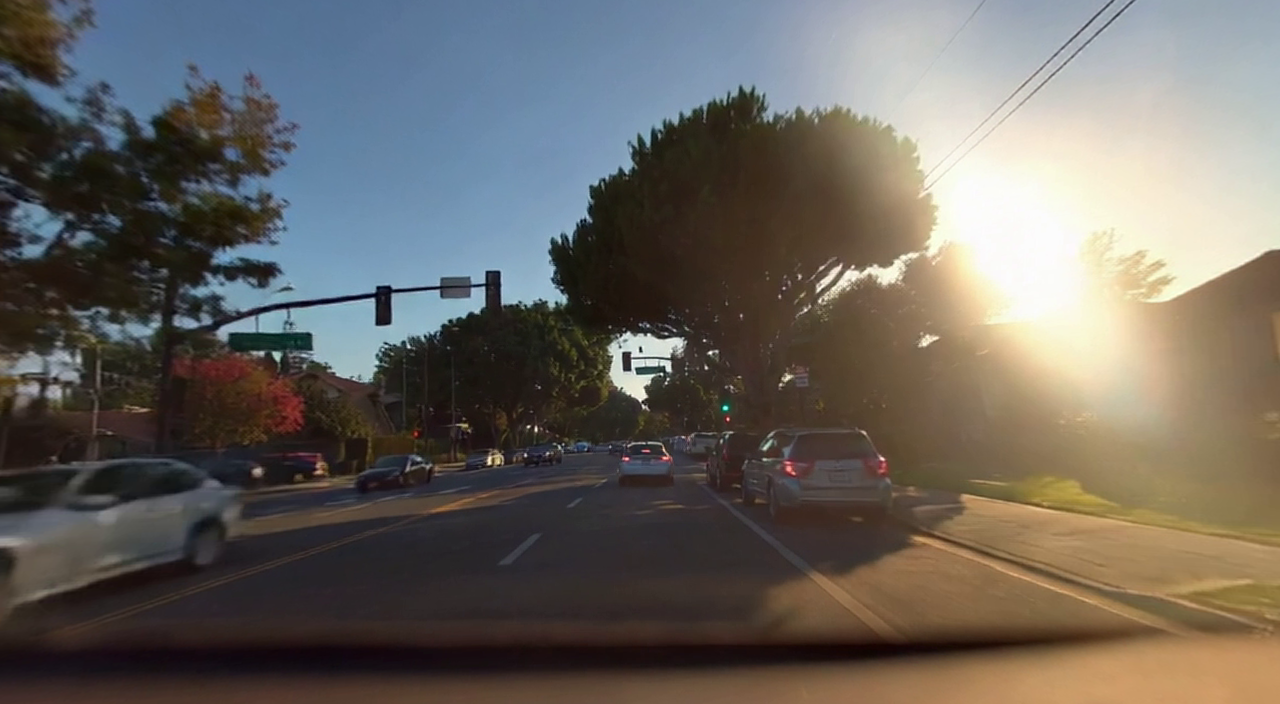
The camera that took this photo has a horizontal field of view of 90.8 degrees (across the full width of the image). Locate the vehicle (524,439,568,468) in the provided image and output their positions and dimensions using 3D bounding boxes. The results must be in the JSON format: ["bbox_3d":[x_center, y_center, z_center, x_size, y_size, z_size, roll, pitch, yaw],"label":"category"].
[{"bbox_3d":[-6.264,6.846,42.591,2.175,1.820,4.643,0,-9,1],"label":"vehicle"}]

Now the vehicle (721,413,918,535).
[{"bbox_3d":[2.874,2.104,11.419,2.060,1.733,4.639,0,-9,-1],"label":"vehicle"}]

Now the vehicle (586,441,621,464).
[{"bbox_3d":[-2.487,6.973,43.894,2.117,1.528,4.277,0,-9,1],"label":"vehicle"}]

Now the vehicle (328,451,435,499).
[{"bbox_3d":[-9.124,4.353,22.798,1.908,1.511,4.611,0,-9,0],"label":"vehicle"}]

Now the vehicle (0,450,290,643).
[{"bbox_3d":[-6.013,1.806,6.614,1.981,1.498,4.701,-1,-9,0],"label":"vehicle"}]

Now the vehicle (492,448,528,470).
[{"bbox_3d":[-9.444,7.799,46.111,1.908,1.492,3.699,-2,-9,-1],"label":"vehicle"}]

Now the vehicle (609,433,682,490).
[{"bbox_3d":[0.121,3.430,20.081,2.041,1.575,4.304,0,-9,-1],"label":"vehicle"}]
